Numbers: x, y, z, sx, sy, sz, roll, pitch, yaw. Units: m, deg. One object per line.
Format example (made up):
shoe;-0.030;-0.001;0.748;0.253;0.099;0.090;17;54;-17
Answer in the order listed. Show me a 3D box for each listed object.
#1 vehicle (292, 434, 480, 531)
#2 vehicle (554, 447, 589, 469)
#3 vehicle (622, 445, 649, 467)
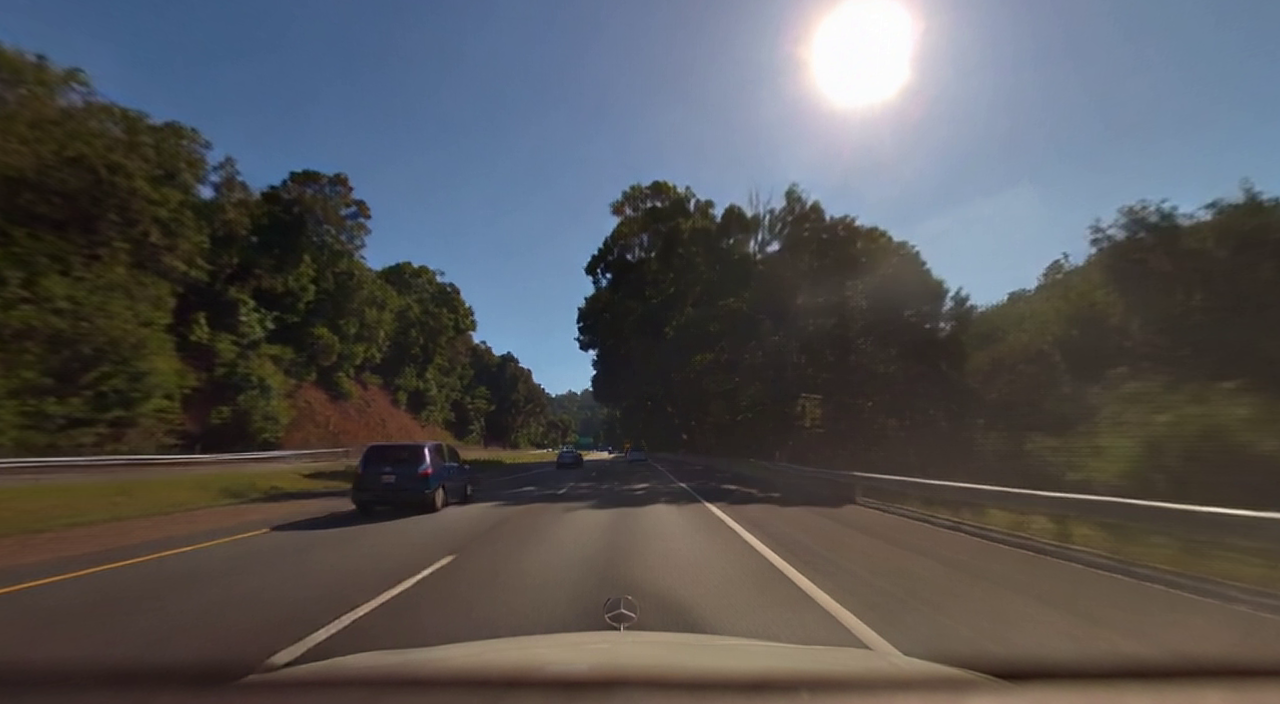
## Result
vehicle;-4.577;2.399;12.203;1.838;1.508;4.317;0;-9;0
vehicle;-4.806;7.466;44.730;2.052;1.468;4.390;0;-9;0
vehicle;-0.396;8.196;49.917;2.070;1.603;4.806;0;-9;-1
